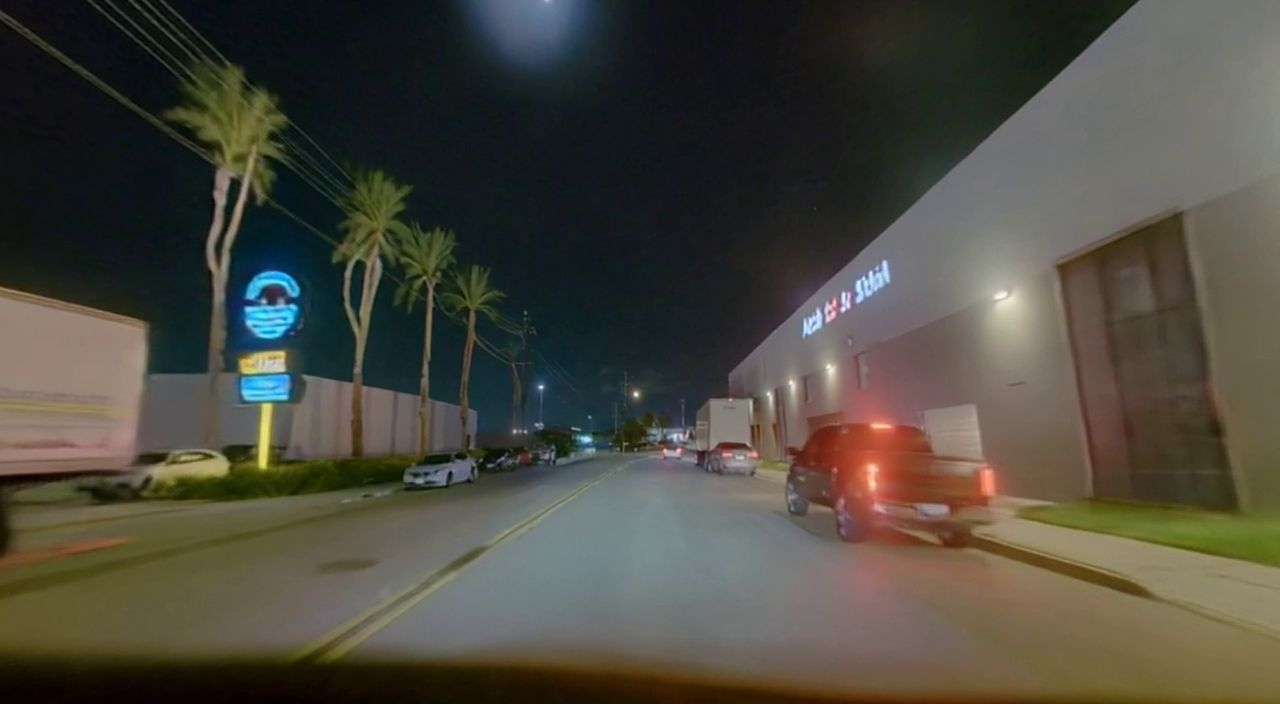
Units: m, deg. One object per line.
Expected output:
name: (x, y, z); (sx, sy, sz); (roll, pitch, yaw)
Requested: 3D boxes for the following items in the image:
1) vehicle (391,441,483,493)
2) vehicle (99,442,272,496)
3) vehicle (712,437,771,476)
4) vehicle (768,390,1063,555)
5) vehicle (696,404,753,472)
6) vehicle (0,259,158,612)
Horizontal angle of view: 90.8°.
vehicle: (-7.426, 4.215, 23.554); (1.936, 1.632, 4.145); (-3, -8, 2)
vehicle: (-15.391, 3.971, 21.836); (1.935, 1.550, 4.951); (-3, -9, 7)
vehicle: (4.930, 5.162, 31.481); (2.141, 1.739, 5.130); (0, -9, 1)
vehicle: (3.955, 1.916, 10.787); (2.400, 1.985, 6.155); (0, -9, 2)
vehicle: (5.088, 5.478, 39.852); (2.933, 3.697, 10.065); (-1, -9, 4)
vehicle: (-7.853, 0.505, 4.113); (2.941, 3.418, 7.738); (-1, -9, 3)
